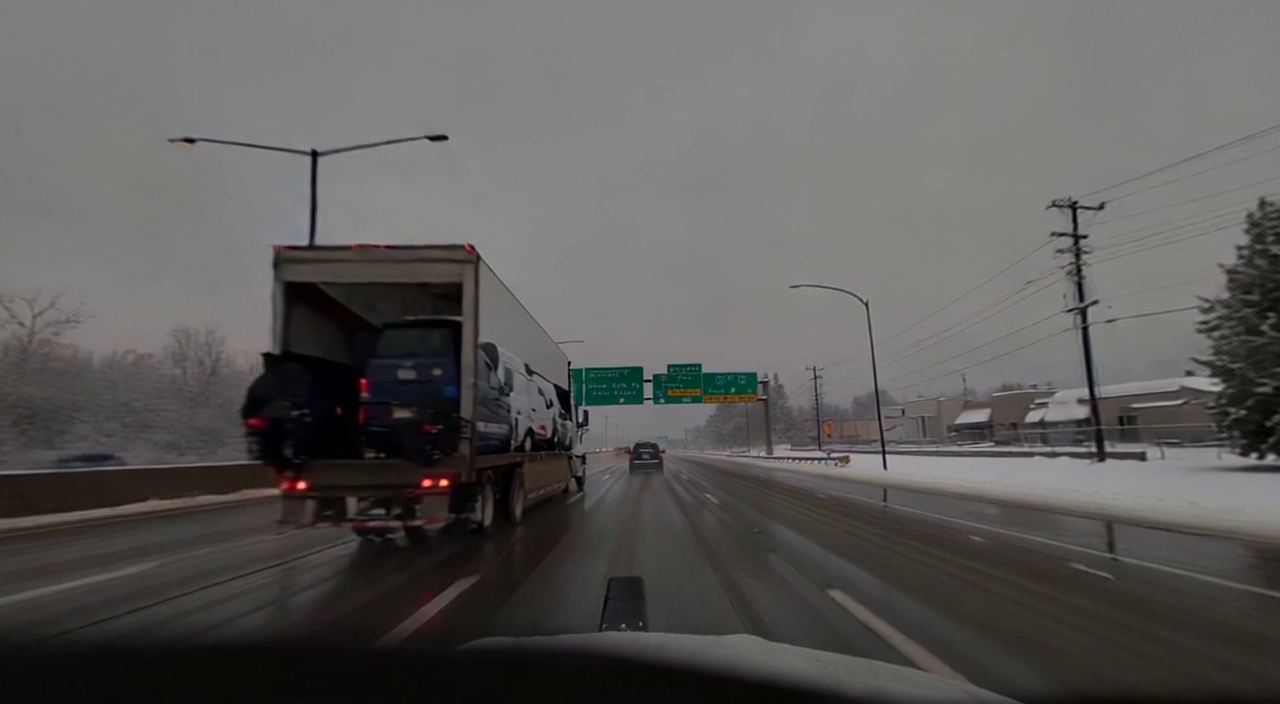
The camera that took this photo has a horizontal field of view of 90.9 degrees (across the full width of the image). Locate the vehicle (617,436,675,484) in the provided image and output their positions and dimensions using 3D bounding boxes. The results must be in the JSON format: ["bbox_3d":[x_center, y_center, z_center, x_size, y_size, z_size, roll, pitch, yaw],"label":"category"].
[{"bbox_3d":[0.229,4.565,26.898,2.279,1.837,4.747,0,-8,0],"label":"vehicle"}]

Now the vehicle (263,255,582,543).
[{"bbox_3d":[-3.933,1.835,17.520,2.888,4.308,16.259,0,-8,1],"label":"vehicle"}]
